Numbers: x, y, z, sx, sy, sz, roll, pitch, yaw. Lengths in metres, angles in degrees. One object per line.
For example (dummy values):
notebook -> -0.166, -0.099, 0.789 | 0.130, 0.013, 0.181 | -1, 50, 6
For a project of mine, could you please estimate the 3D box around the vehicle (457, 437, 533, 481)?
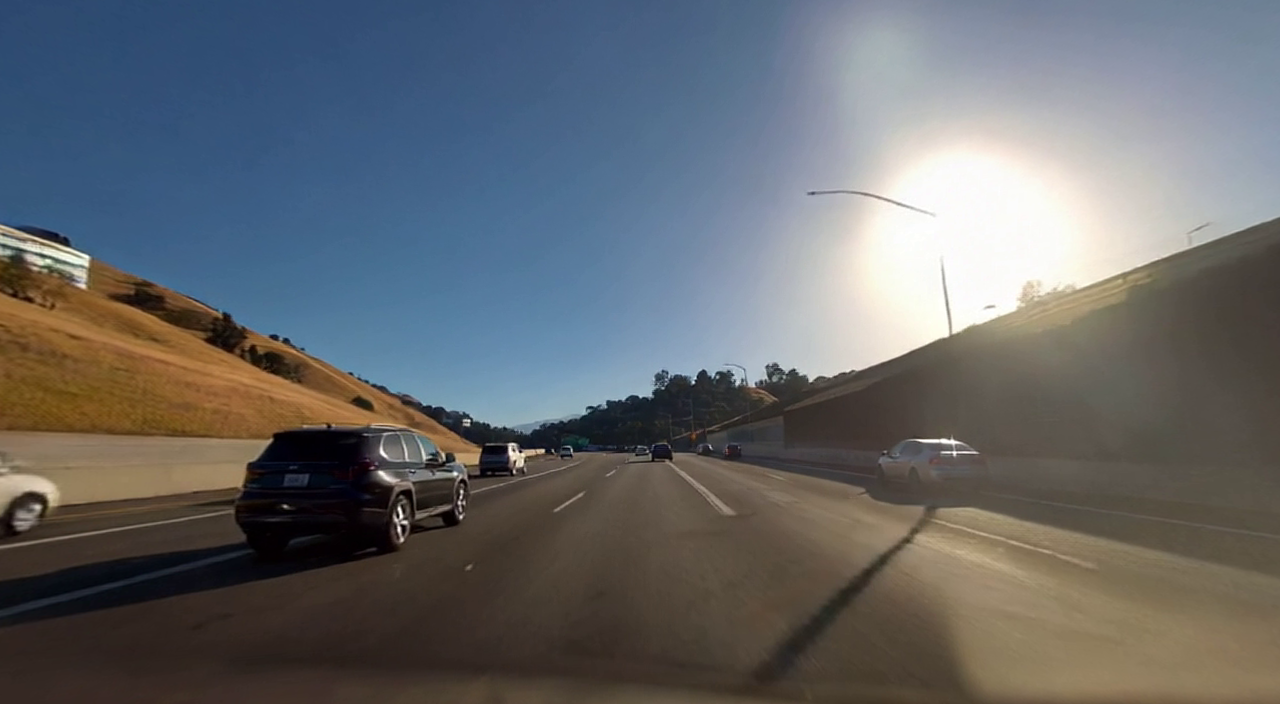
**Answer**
vehicle -> -6.264, 4.679, 27.846 | 2.076, 1.730, 4.537 | -1, -8, 3

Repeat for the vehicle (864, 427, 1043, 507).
vehicle -> 7.387, 2.753, 15.528 | 2.122, 1.646, 4.491 | 0, -8, 1

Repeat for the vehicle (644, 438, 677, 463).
vehicle -> 1.654, 7.688, 49.210 | 2.172, 1.824, 5.031 | -1, -8, 6

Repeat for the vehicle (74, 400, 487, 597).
vehicle -> -3.839, 1.677, 8.231 | 2.210, 1.730, 5.133 | -1, -8, 2
